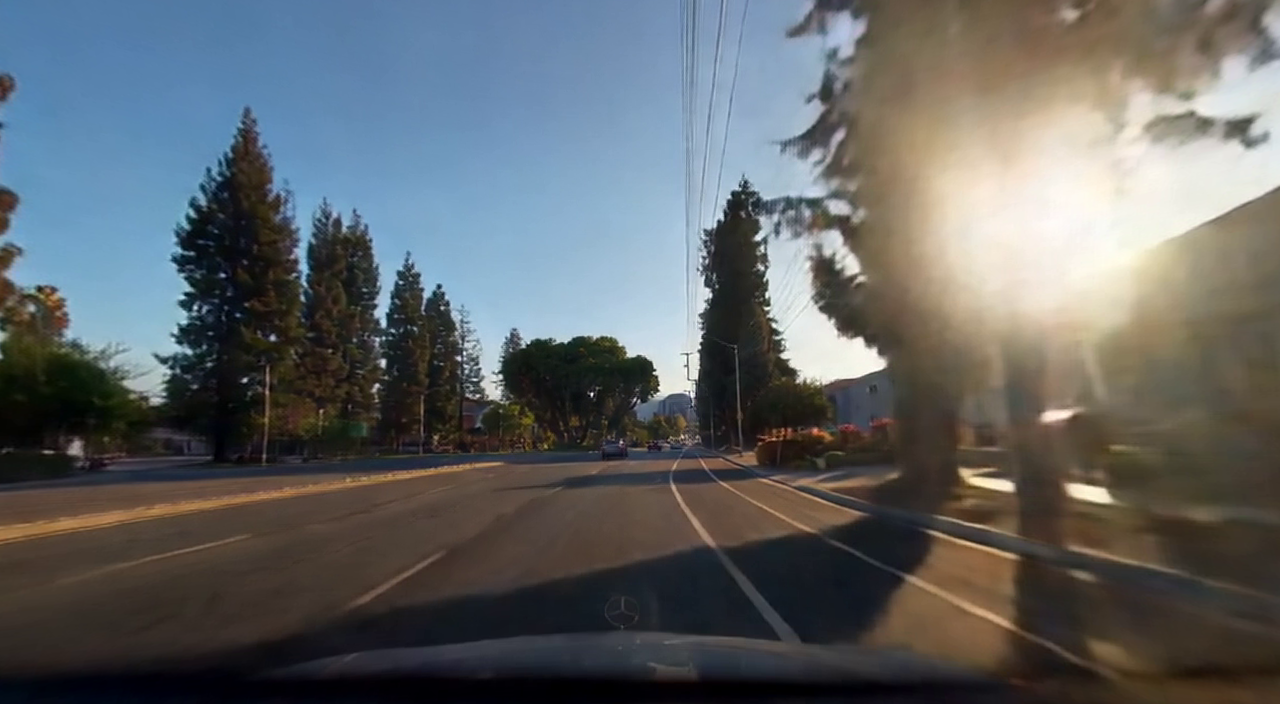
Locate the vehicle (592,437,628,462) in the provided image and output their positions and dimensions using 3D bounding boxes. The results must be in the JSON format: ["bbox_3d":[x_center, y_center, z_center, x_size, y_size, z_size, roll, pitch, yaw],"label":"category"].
[{"bbox_3d":[-2.039,6.871,44.450,2.121,1.654,3.993,-1,-8,4],"label":"vehicle"}]
